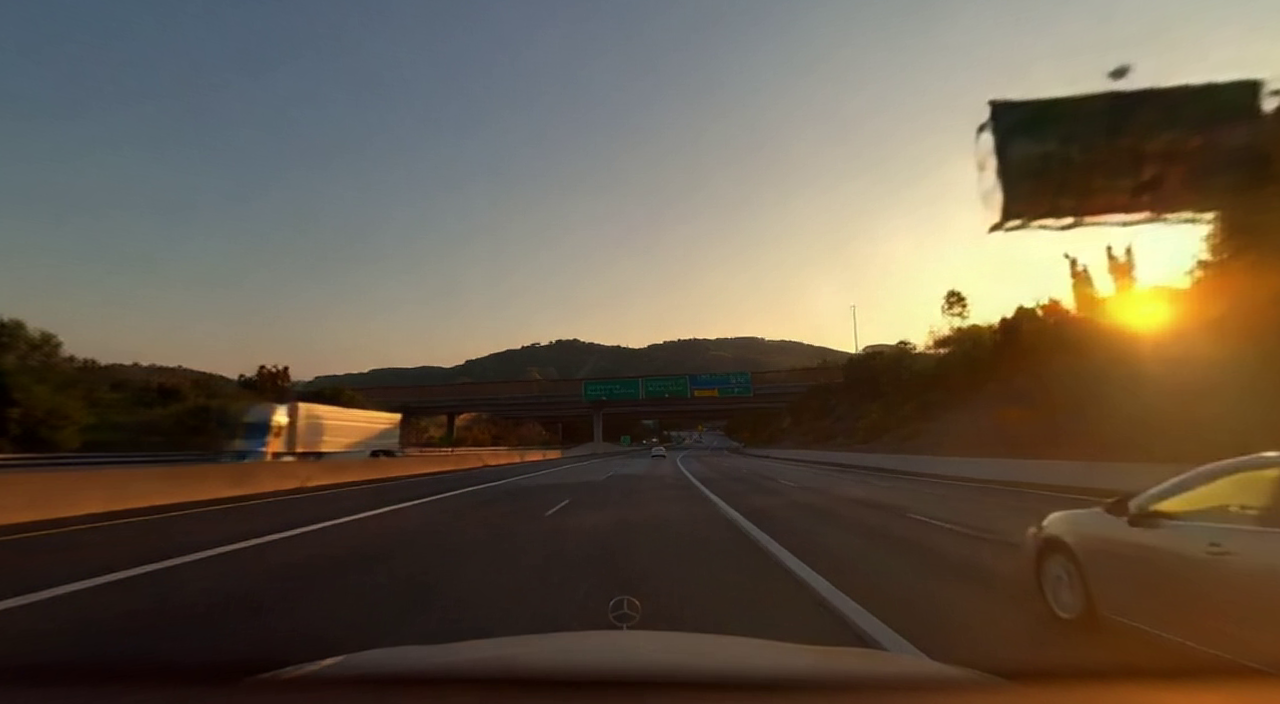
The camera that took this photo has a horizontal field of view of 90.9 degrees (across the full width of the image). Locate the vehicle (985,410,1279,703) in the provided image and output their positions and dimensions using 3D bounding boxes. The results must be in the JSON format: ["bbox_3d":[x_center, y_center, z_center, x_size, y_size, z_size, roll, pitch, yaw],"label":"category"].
[{"bbox_3d":[3.777,0.996,2.680,1.999,1.492,4.673,0,-8,1],"label":"vehicle"}]

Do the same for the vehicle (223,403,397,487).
[{"bbox_3d":[-13.756,4.082,27.413,2.843,2.970,8.404,-3,-9,2],"label":"vehicle"}]
